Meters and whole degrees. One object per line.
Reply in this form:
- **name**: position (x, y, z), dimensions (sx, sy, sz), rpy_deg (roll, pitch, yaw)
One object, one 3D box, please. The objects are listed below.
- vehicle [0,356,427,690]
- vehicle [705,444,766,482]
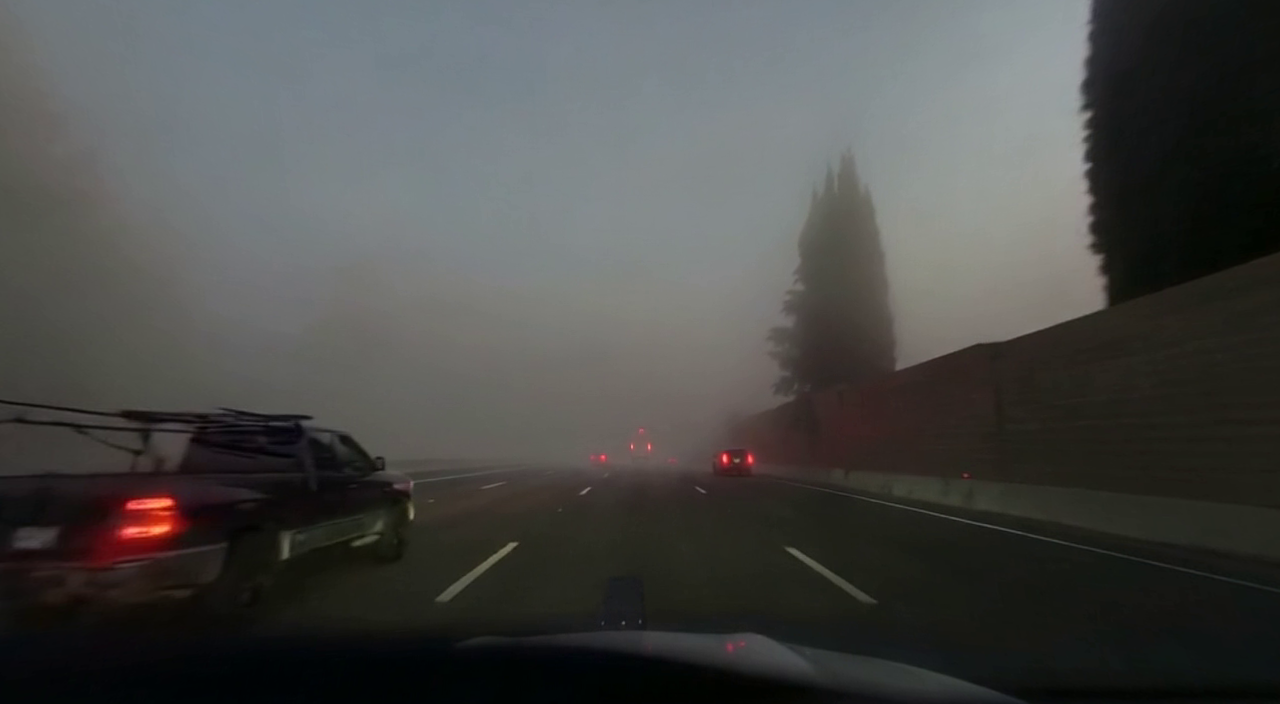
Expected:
- **vehicle**: position (-3.730, 1.262, 5.688), dimensions (2.014, 1.811, 4.369), rpy_deg (0, -9, 1)
- **vehicle**: position (4.178, 4.936, 28.312), dimensions (1.973, 1.536, 4.337), rpy_deg (0, -9, -1)
